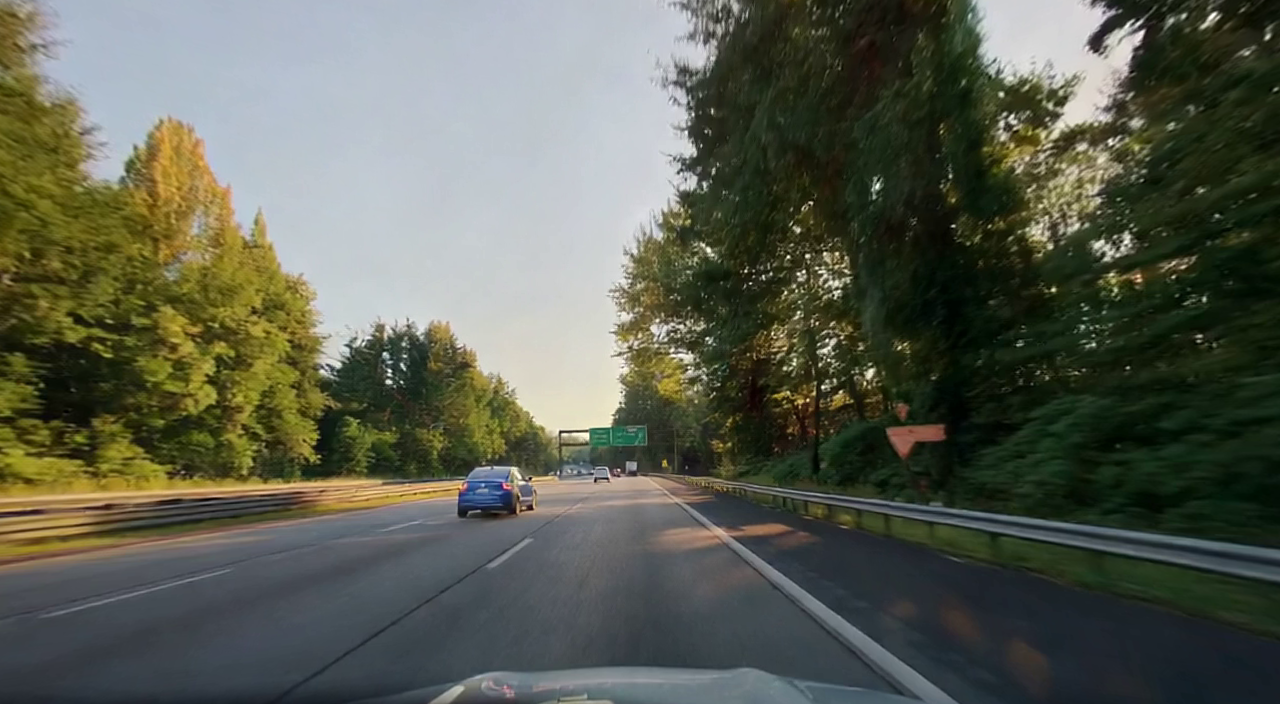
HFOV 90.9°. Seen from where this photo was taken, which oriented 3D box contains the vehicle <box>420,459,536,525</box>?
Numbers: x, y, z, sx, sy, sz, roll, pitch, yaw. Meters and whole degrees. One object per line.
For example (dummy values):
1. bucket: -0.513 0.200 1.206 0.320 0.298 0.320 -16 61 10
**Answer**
1. vehicle: -4.135 3.662 16.819 1.954 1.509 4.094 0 -10 1
